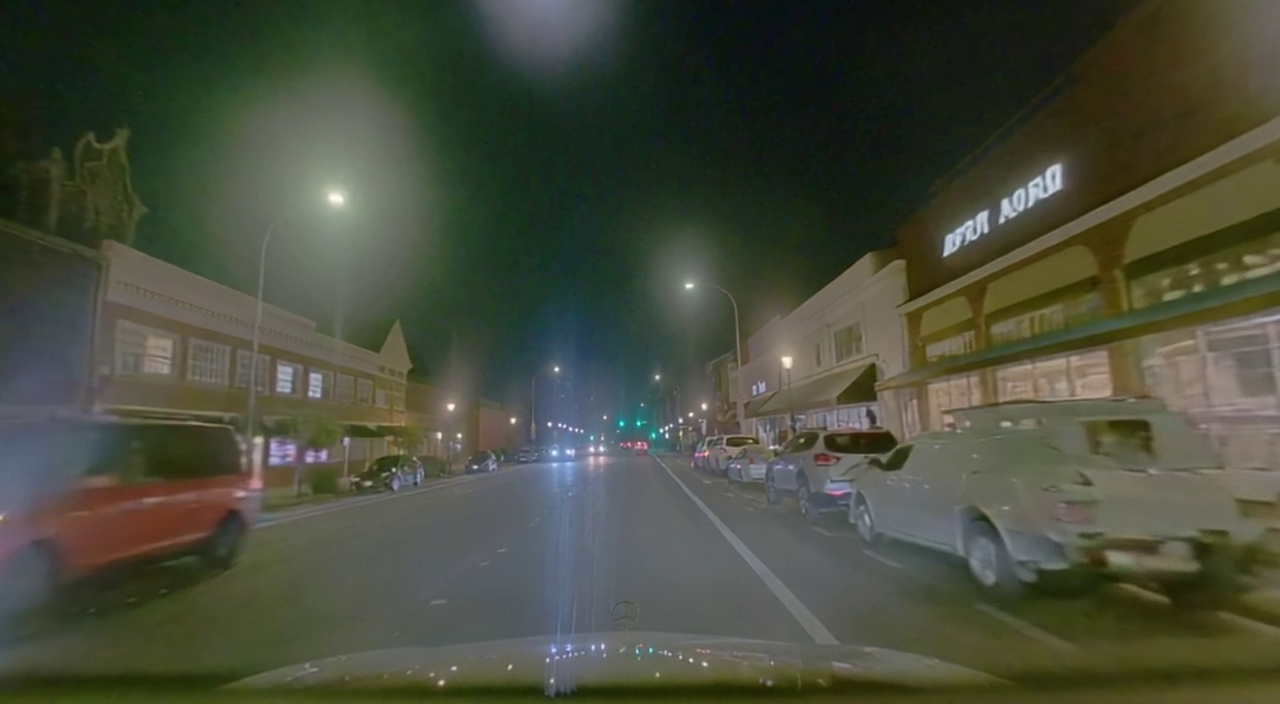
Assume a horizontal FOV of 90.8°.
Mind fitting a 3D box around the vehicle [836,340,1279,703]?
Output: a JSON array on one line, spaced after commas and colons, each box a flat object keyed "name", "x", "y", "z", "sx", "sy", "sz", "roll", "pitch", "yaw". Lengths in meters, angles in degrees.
[{"name": "vehicle", "x": 3.897, "y": 1.304, "z": 5.992, "sx": 2.164, "sy": 1.880, "sz": 6.057, "roll": -1, "pitch": -8, "yaw": 1}]

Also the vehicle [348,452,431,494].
[{"name": "vehicle", "x": -10.797, "y": 5.204, "z": 27.533, "sx": 1.930, "sy": 1.621, "sz": 3.853, "roll": -1, "pitch": -8, "yaw": 2}]

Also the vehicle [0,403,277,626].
[{"name": "vehicle", "x": -6.399, "y": 1.600, "z": 6.860, "sx": 2.098, "sy": 1.838, "sz": 4.718, "roll": -1, "pitch": -8, "yaw": 0}]

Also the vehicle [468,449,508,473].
[{"name": "vehicle", "x": -10.555, "y": 7.569, "z": 44.061, "sx": 1.846, "sy": 1.463, "sz": 4.206, "roll": 0, "pitch": -8, "yaw": -1}]
